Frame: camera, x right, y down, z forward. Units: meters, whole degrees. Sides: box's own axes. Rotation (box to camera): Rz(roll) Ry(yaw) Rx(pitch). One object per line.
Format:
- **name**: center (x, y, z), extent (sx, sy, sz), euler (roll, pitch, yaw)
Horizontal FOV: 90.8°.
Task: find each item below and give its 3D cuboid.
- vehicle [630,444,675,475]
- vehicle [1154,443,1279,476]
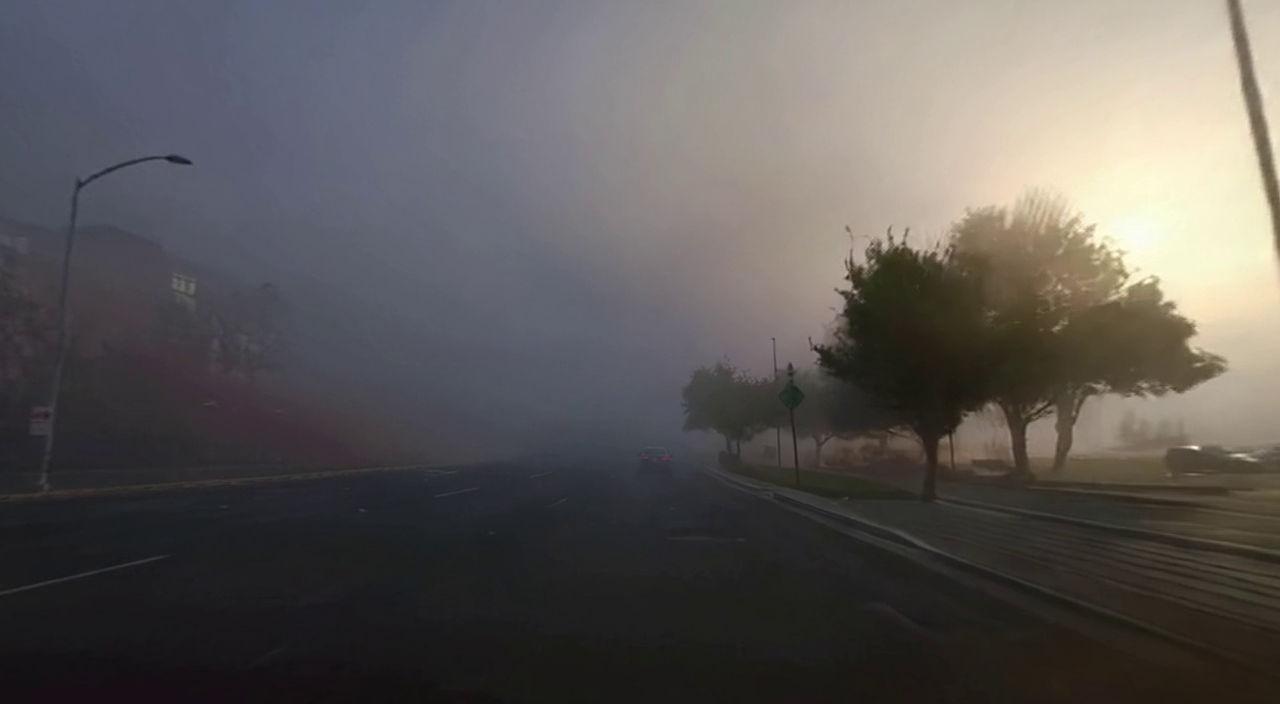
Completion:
- **vehicle**: center (0.670, 5.446, 32.279), extent (2.133, 1.481, 4.276), euler (0, -9, 2)
- **vehicle**: center (28.021, 5.195, 30.824), extent (1.839, 1.470, 4.548), euler (0, -9, -3)
